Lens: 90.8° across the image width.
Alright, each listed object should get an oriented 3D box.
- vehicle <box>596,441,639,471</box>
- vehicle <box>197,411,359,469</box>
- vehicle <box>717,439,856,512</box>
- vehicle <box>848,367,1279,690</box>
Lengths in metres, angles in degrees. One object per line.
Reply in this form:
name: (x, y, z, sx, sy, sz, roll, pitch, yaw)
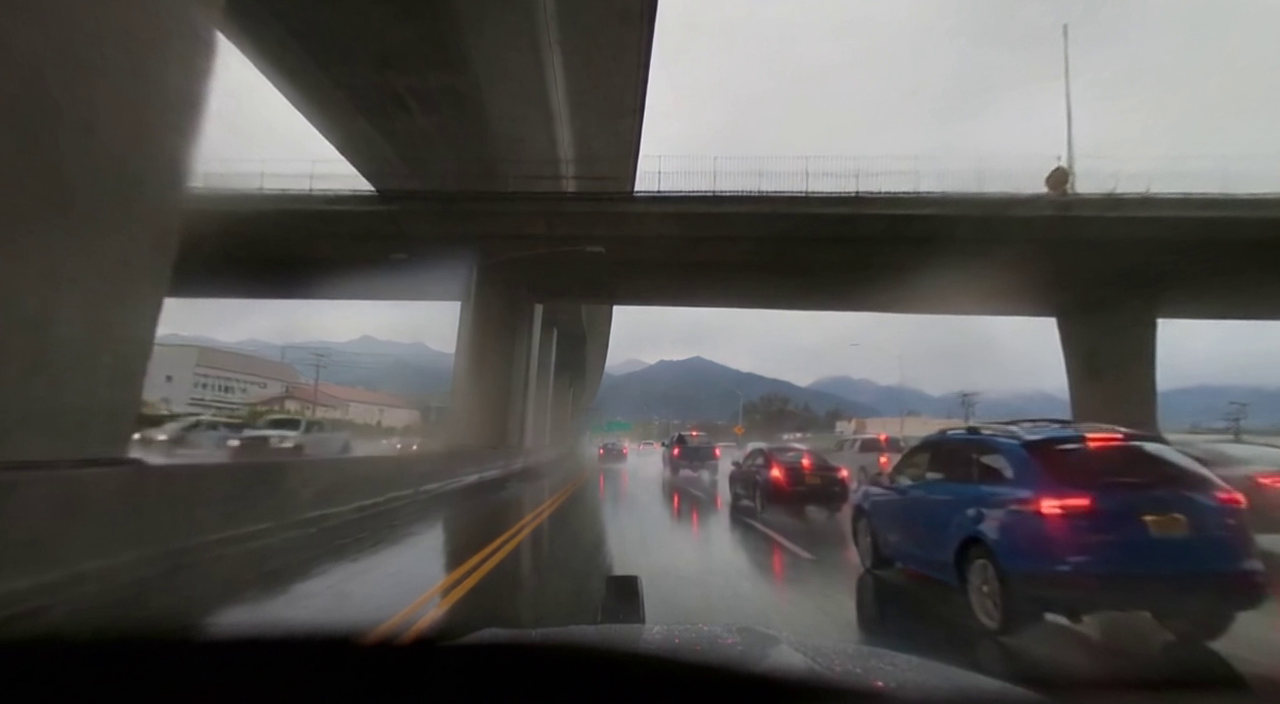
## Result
vehicle: (-1.229, 5.739, 35.094, 2.266, 1.549, 3.978, 0, -8, -2)
vehicle: (-12.143, 3.068, 21.874, 2.244, 1.735, 5.873, 0, -8, -1)
vehicle: (3.258, 2.848, 15.176, 2.074, 1.455, 4.646, 0, -8, -2)
vehicle: (4.040, 1.322, 6.027, 2.276, 1.739, 5.040, 0, -8, -2)
